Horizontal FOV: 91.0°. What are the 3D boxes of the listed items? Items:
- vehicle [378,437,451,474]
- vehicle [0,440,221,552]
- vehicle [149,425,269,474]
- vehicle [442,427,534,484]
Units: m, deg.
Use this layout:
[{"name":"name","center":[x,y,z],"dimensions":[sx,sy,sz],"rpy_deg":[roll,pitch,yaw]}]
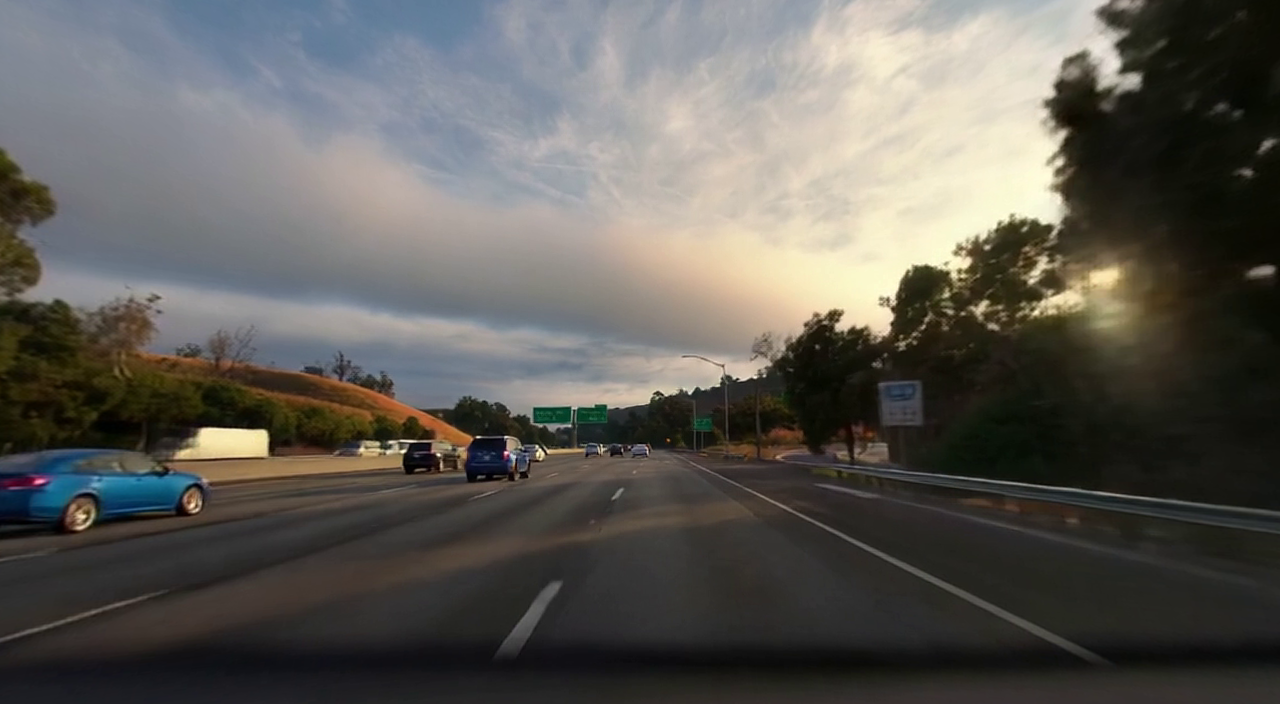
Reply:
[{"name":"vehicle","center":[-12.297,5.685,34.769],"dimensions":[2.079,1.822,4.893],"rpy_deg":[-1,-9,2]},{"name":"vehicle","center":[-9.644,2.234,10.360],"dimensions":[1.984,1.508,4.935],"rpy_deg":[-1,-9,2]},{"name":"vehicle","center":[-30.647,6.988,45.333],"dimensions":[2.798,3.163,7.890],"rpy_deg":[0,-9,2]},{"name":"vehicle","center":[-5.722,3.997,24.484],"dimensions":[2.219,1.947,4.924],"rpy_deg":[-1,-9,2]}]
